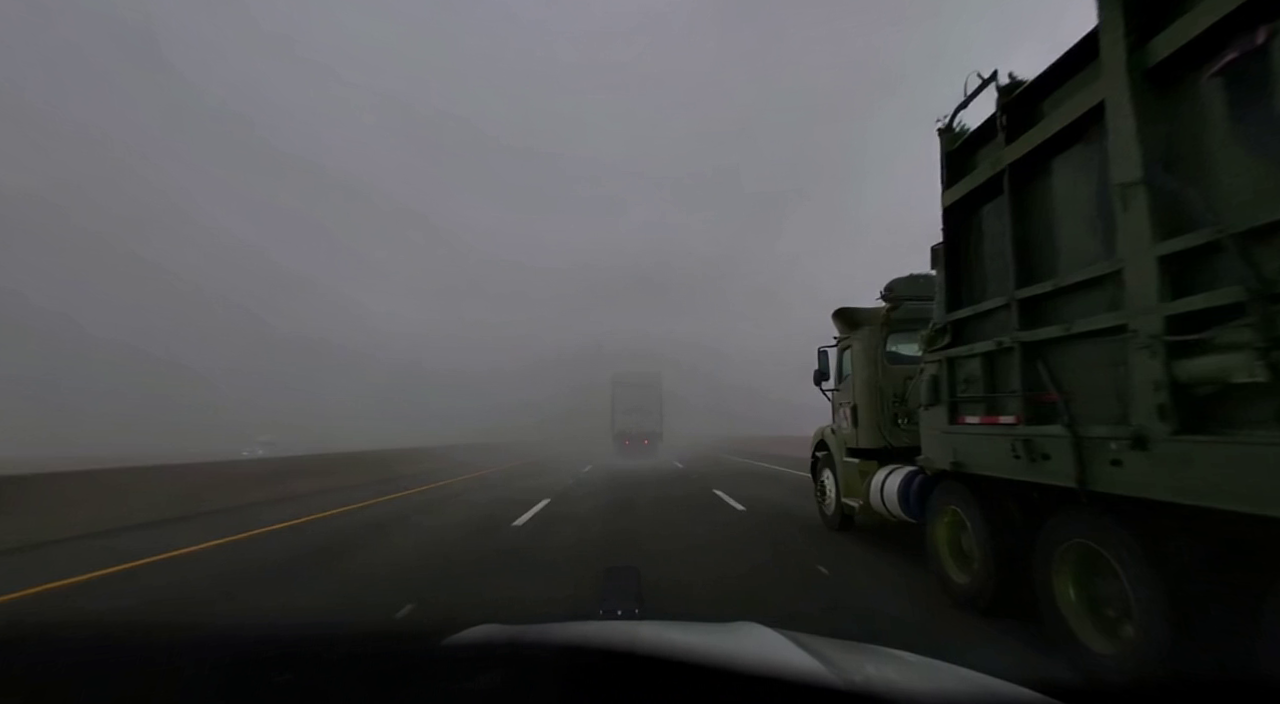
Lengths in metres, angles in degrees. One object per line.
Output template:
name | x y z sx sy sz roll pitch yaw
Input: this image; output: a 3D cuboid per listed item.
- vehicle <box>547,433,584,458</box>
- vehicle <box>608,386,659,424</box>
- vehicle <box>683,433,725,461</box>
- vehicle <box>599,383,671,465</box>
vehicle | -5.000 6.308 42.680 2.104 1.575 4.421 0 -8 -3
vehicle | -0.259 2.447 28.360 2.112 1.472 4.240 0 -8 0
vehicle | 3.645 5.465 36.459 1.910 1.492 4.324 0 -8 -1
vehicle | -0.358 3.856 32.637 2.953 3.406 13.372 0 -8 -1
